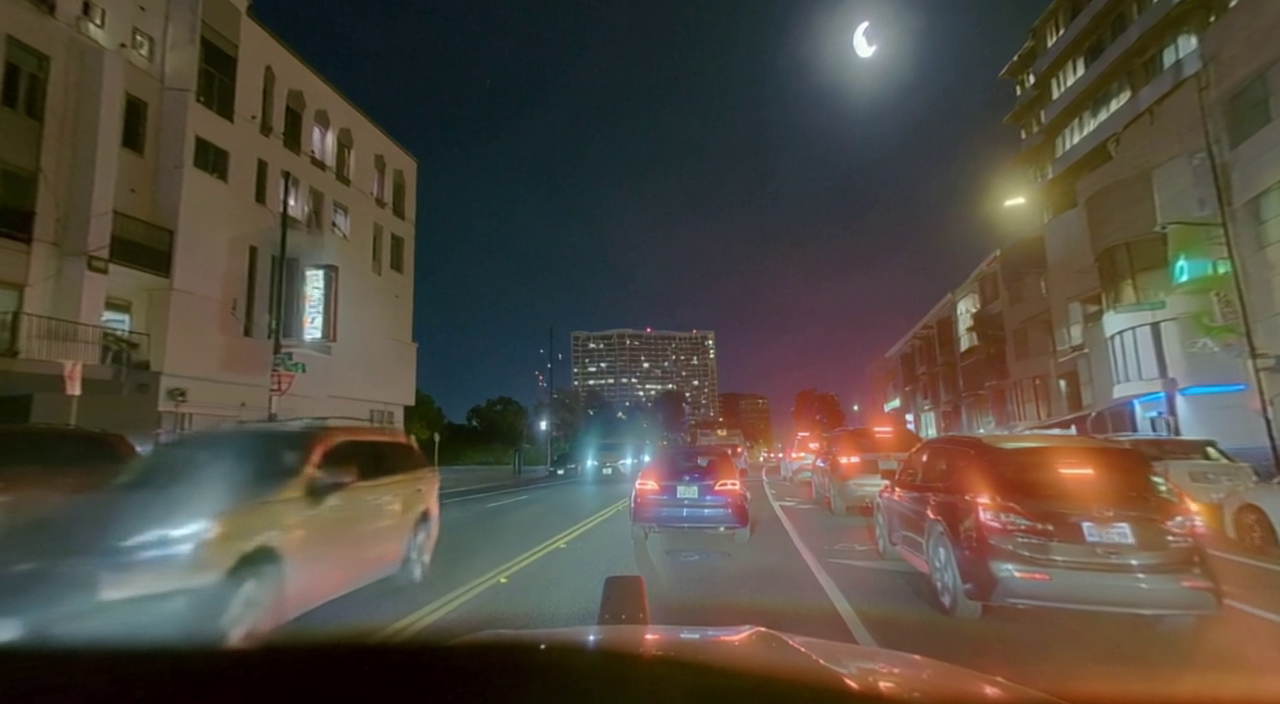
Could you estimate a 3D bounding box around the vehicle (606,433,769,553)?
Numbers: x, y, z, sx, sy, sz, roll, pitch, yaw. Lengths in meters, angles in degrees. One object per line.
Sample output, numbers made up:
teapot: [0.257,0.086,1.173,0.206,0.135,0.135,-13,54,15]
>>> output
vehicle: [0.839,2.035,9.822,2.031,1.461,3.763,-1,-8,8]

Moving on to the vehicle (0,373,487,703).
vehicle: [-3.180,1.312,5.667,2.030,1.730,4.453,-1,-8,7]

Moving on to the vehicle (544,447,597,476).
vehicle: [-3.798,6.099,35.347,1.930,1.480,4.174,-1,-8,9]

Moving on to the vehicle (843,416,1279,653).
vehicle: [3.433,1.496,6.305,1.982,1.510,4.144,-1,-8,8]
